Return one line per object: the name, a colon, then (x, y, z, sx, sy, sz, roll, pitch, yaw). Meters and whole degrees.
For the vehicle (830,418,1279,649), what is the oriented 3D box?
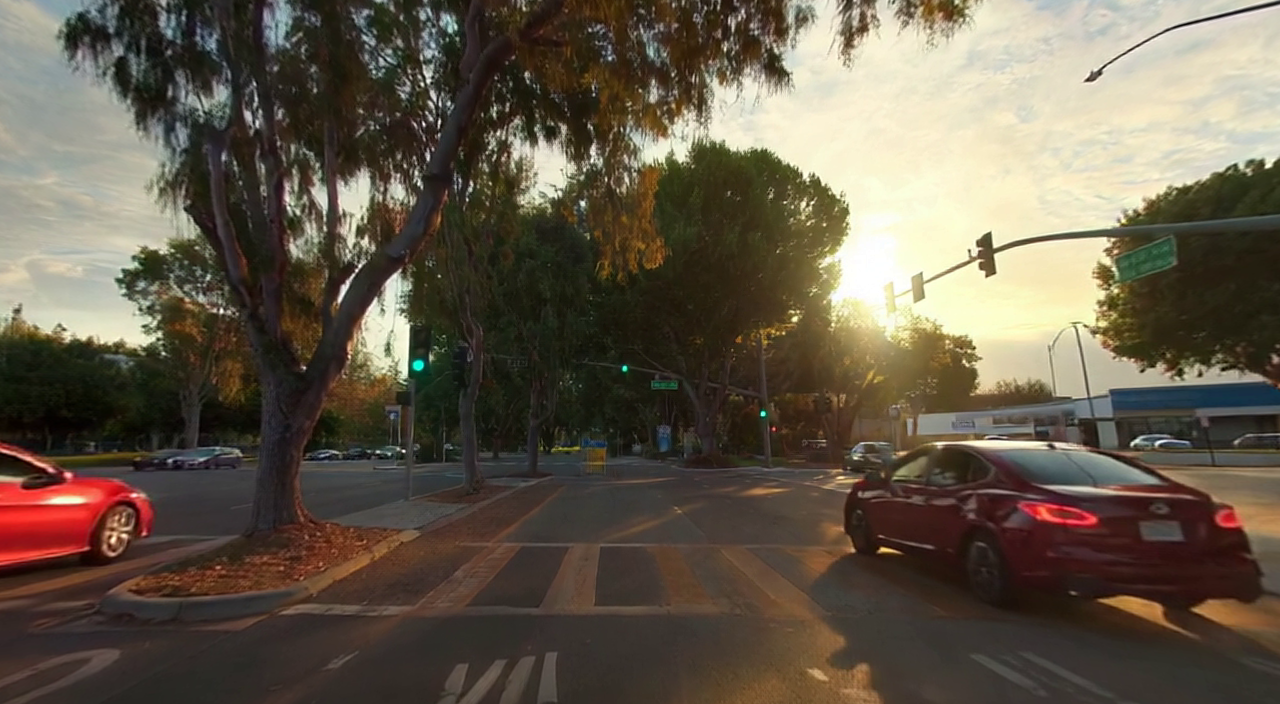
vehicle: (3.821, 1.523, 6.512, 1.940, 1.487, 4.562, 1, -8, -5)

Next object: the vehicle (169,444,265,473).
vehicle: (-23.435, 5.904, 35.144, 2.201, 1.483, 4.656, 0, -8, -2)

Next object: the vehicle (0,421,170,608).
vehicle: (-6.068, 1.224, 4.521, 1.995, 1.470, 4.556, 0, -8, -2)
